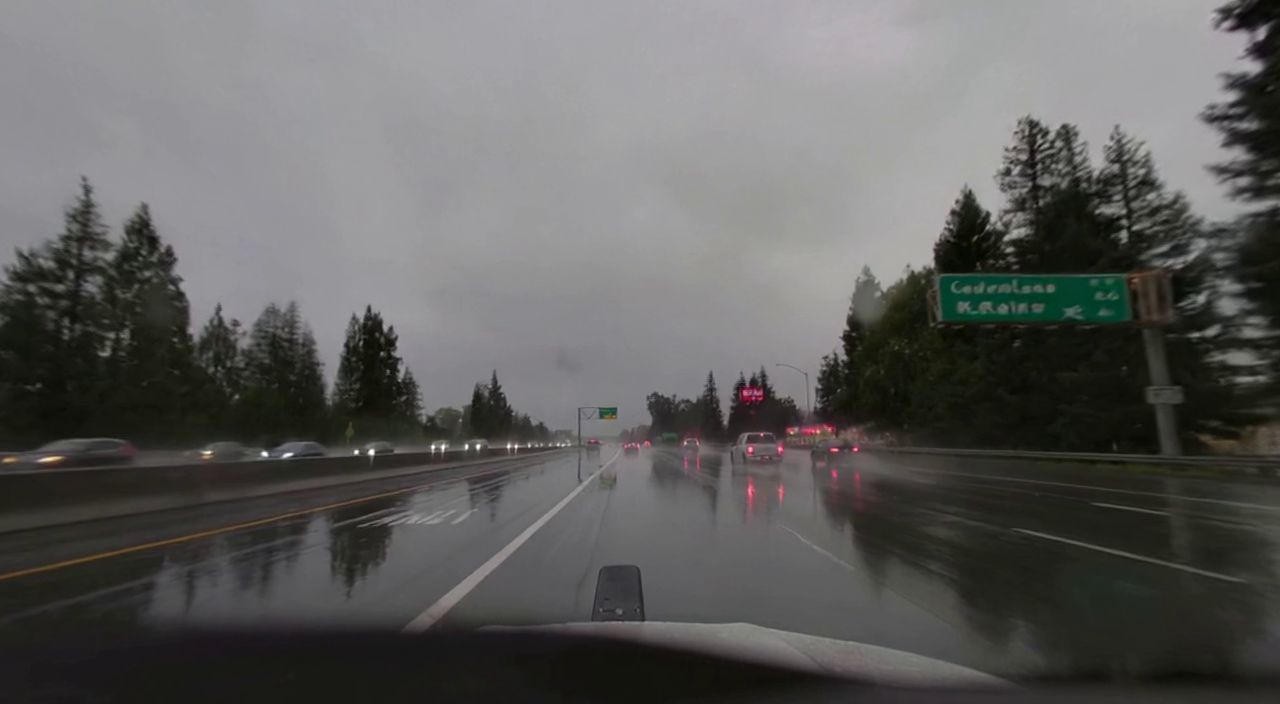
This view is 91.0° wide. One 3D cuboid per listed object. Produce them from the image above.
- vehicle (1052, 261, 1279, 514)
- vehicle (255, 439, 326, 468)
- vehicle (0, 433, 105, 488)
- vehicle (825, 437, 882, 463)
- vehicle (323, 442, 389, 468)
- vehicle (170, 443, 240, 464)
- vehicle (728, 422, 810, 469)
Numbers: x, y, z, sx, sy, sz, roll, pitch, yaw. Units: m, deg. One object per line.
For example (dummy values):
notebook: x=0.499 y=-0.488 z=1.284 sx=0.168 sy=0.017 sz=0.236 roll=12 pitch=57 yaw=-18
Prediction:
vehicle: x=11.108 y=0.569 z=9.730 sx=3.015 sy=3.760 sz=9.287 roll=0 pitch=-8 yaw=-1
vehicle: x=-21.456 y=6.210 z=38.837 sx=1.821 sy=1.658 sz=4.405 roll=0 pitch=-8 yaw=-1
vehicle: x=-21.212 y=3.660 z=21.397 sx=2.000 sy=1.705 sz=4.631 roll=0 pitch=-8 yaw=-1
vehicle: x=13.954 y=6.436 z=41.491 sx=2.072 sy=1.611 sz=4.387 roll=0 pitch=-8 yaw=-2
vehicle: x=-17.060 y=6.210 z=38.085 sx=1.948 sy=1.443 sz=4.522 roll=0 pitch=-8 yaw=-1
vehicle: x=-32.196 y=7.511 z=46.805 sx=1.865 sy=1.476 sz=4.727 roll=0 pitch=-8 yaw=-1
vehicle: x=6.963 y=5.234 z=35.340 sx=2.779 sy=2.339 sz=8.073 roll=0 pitch=-8 yaw=-1
